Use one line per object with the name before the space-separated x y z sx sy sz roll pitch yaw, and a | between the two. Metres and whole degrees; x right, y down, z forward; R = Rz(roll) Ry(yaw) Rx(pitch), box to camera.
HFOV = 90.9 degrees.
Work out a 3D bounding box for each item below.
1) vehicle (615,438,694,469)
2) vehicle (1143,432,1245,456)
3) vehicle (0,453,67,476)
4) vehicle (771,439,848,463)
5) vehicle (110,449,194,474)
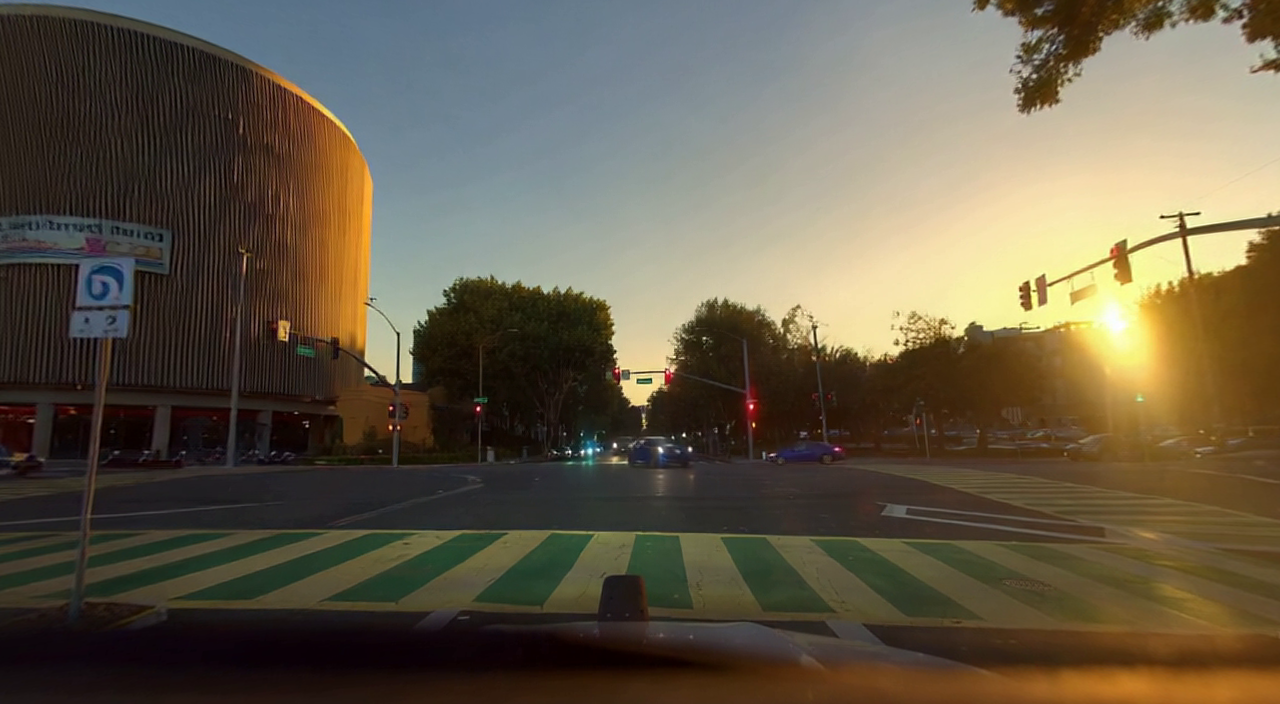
vehicle | 0.619 5.164 32.324 2.280 1.454 4.836 3 -9 -22
vehicle | 36.151 6.014 41.205 4.767 1.456 1.858 -1 -8 3
vehicle | -41.659 7.631 42.769 3.698 1.467 1.779 0 -8 1
vehicle | 10.632 6.240 39.791 4.529 1.457 1.981 -2 -9 10
vehicle | -33.071 7.401 42.755 4.136 1.661 1.857 0 -8 1
